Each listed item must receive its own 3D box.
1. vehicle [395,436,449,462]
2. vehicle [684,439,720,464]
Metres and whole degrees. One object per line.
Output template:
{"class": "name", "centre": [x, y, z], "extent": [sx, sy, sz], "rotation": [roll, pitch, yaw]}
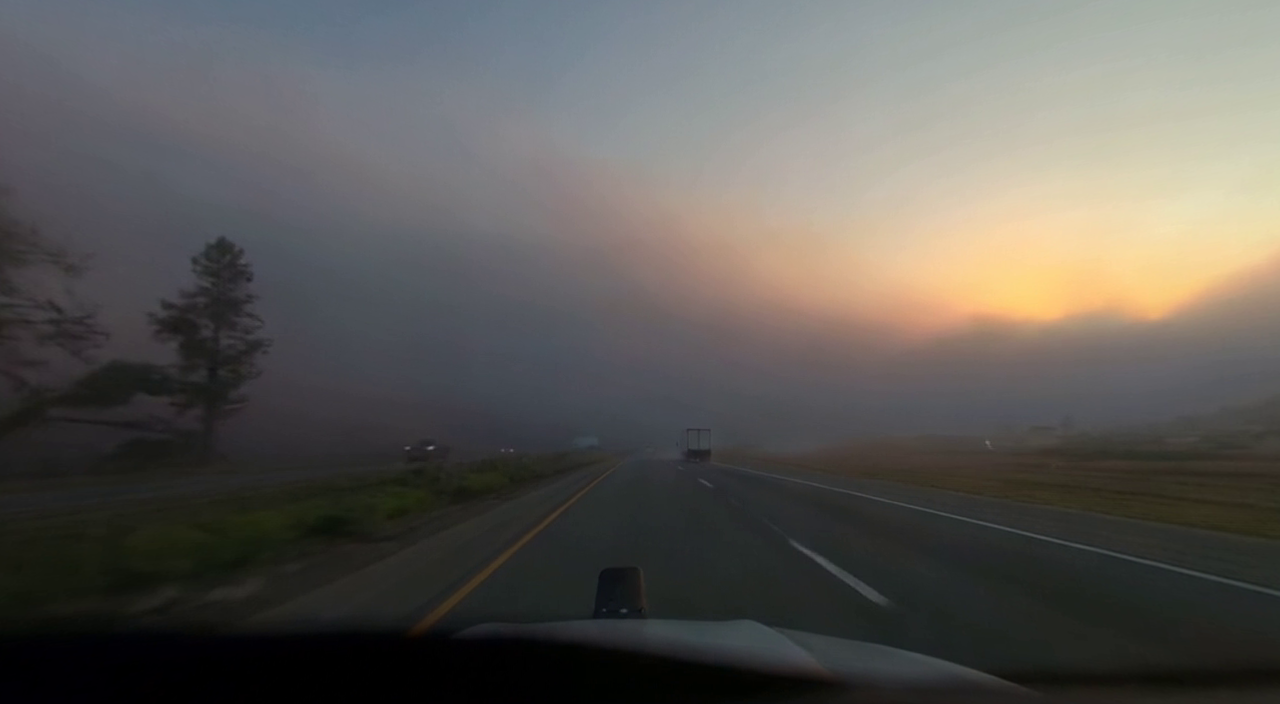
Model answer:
{"class": "vehicle", "centre": [-16.973, 7.577, 49.450], "extent": [2.361, 1.937, 5.075], "rotation": [-1, -8, 1]}
{"class": "vehicle", "centre": [4.372, 7.055, 44.891], "extent": [2.157, 1.640, 4.056], "rotation": [0, -8, 1]}
